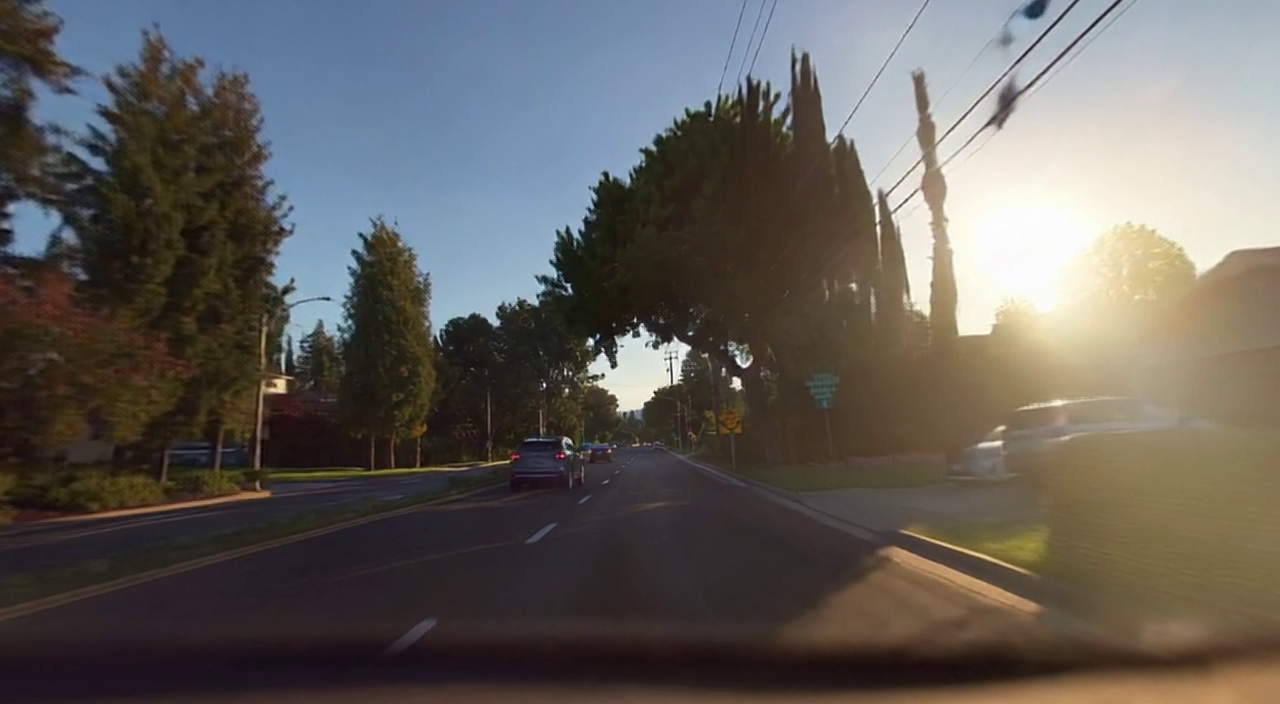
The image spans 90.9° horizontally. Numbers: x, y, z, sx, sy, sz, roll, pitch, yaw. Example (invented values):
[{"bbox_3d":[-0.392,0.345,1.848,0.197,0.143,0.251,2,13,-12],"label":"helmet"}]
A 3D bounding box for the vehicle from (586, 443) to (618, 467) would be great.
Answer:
[{"bbox_3d":[-2.490,6.833,42.013,1.802,1.528,3.490,0,-9,1],"label":"vehicle"}]

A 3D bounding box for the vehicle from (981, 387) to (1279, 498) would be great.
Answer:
[{"bbox_3d":[9.954,1.817,12.717,4.944,2.023,1.973,0,-8,1],"label":"vehicle"}]

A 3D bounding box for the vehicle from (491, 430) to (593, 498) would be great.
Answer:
[{"bbox_3d":[-2.779,3.311,18.987,2.190,1.766,4.394,0,-9,2],"label":"vehicle"}]
